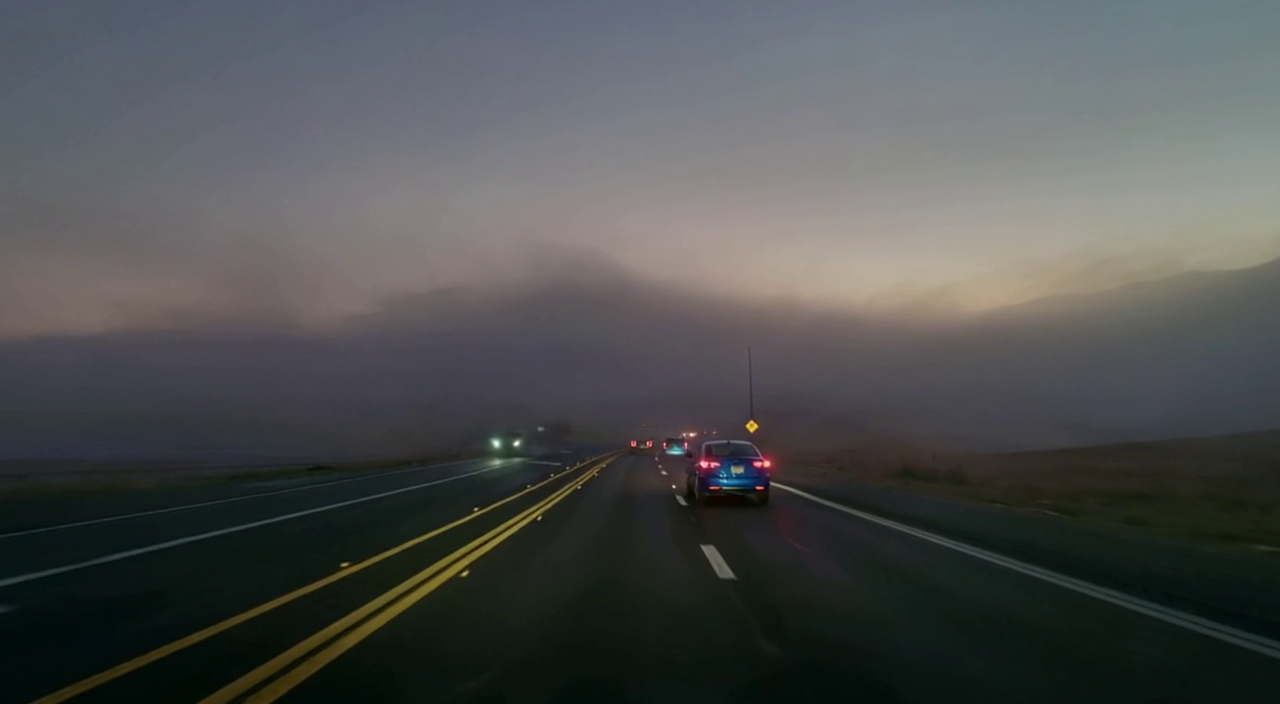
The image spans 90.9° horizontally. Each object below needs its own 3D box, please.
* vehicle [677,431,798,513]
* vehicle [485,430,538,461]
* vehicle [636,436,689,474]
[{"bbox_3d":[1.977,2.587,14.067,2.007,1.534,3.976,0,-8,-1],"label":"vehicle"},{"bbox_3d":[-7.673,5.662,38.107,2.070,1.744,4.472,0,-8,2],"label":"vehicle"},{"bbox_3d":[0.885,4.463,27.544,2.026,1.531,4.273,0,-8,-2],"label":"vehicle"}]
